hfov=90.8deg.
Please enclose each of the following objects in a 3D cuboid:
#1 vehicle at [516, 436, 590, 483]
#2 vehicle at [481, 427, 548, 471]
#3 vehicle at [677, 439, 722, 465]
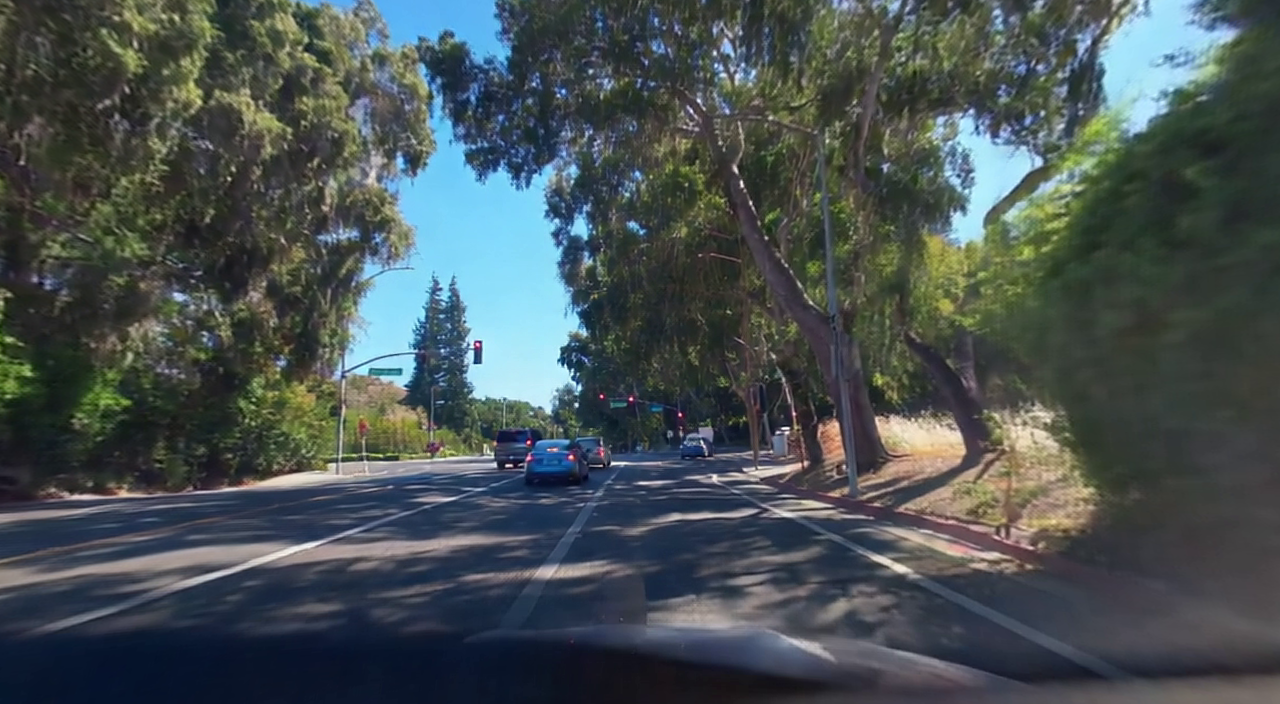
[{"bbox_3d":[-2.963,3.781,22.447,1.979,1.492,3.930,0,-9,1],"label":"vehicle"},{"bbox_3d":[-6.169,4.850,31.754,2.390,2.020,5.085,0,-9,0],"label":"vehicle"},{"bbox_3d":[3.610,5.945,37.689,1.945,1.410,4.284,-2,-9,15],"label":"vehicle"}]
